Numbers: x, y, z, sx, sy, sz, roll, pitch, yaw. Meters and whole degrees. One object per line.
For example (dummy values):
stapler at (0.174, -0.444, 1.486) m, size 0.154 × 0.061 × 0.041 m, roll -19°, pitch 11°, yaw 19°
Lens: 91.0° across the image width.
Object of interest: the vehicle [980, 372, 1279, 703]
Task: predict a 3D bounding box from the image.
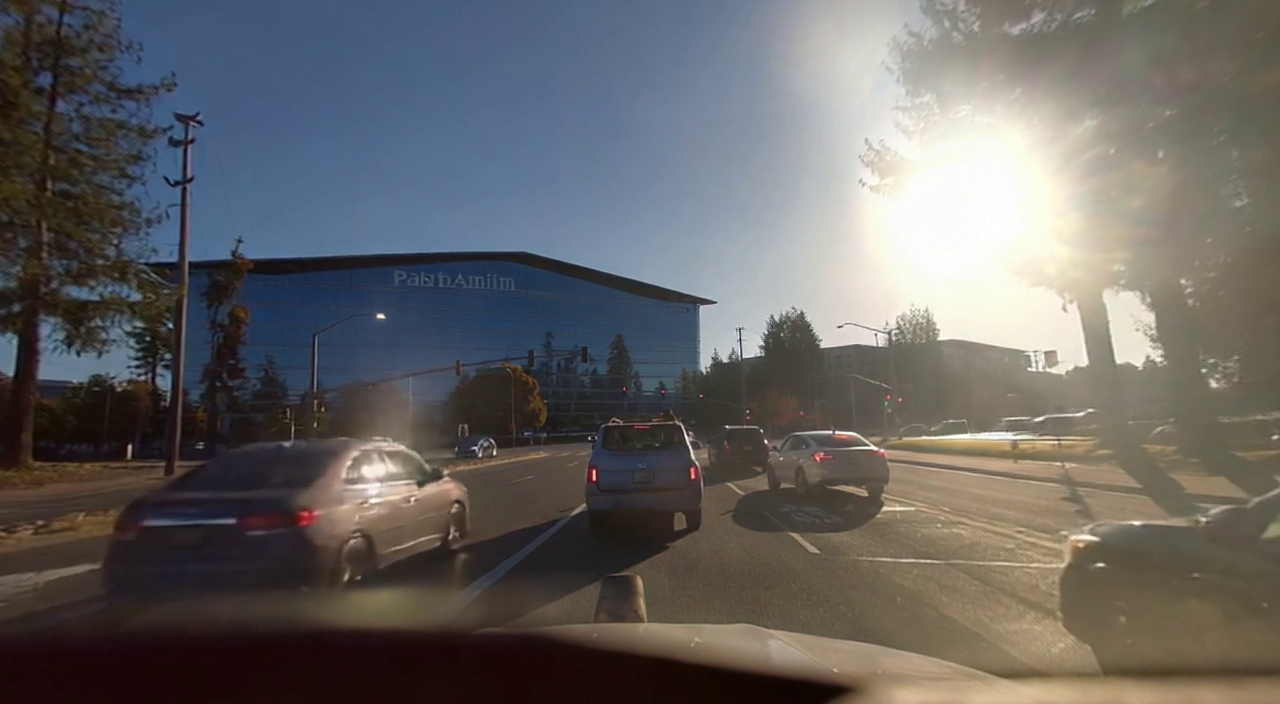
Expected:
vehicle at (3.218, 0.789, 1.890) m, size 2.109 × 1.500 × 4.585 m, roll -1°, pitch -9°, yaw 5°

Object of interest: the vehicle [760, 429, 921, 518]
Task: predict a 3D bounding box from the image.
vehicle at (3.703, 2.324, 12.463) m, size 1.862 × 1.451 × 4.083 m, roll 0°, pitch -9°, yaw 1°

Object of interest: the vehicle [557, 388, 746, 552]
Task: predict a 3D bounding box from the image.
vehicle at (0.222, 1.718, 9.645) m, size 2.188 × 1.892 × 4.488 m, roll 0°, pitch -9°, yaw 2°

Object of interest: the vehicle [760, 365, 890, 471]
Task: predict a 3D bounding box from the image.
vehicle at (7.684, 3.102, 27.780) m, size 2.965 × 3.900 × 9.064 m, roll 0°, pitch -9°, yaw 0°

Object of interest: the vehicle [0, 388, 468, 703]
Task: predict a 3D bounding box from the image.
vehicle at (-3.015, 1.233, 4.872) m, size 2.010 × 1.515 × 4.152 m, roll 0°, pitch -9°, yaw 3°
